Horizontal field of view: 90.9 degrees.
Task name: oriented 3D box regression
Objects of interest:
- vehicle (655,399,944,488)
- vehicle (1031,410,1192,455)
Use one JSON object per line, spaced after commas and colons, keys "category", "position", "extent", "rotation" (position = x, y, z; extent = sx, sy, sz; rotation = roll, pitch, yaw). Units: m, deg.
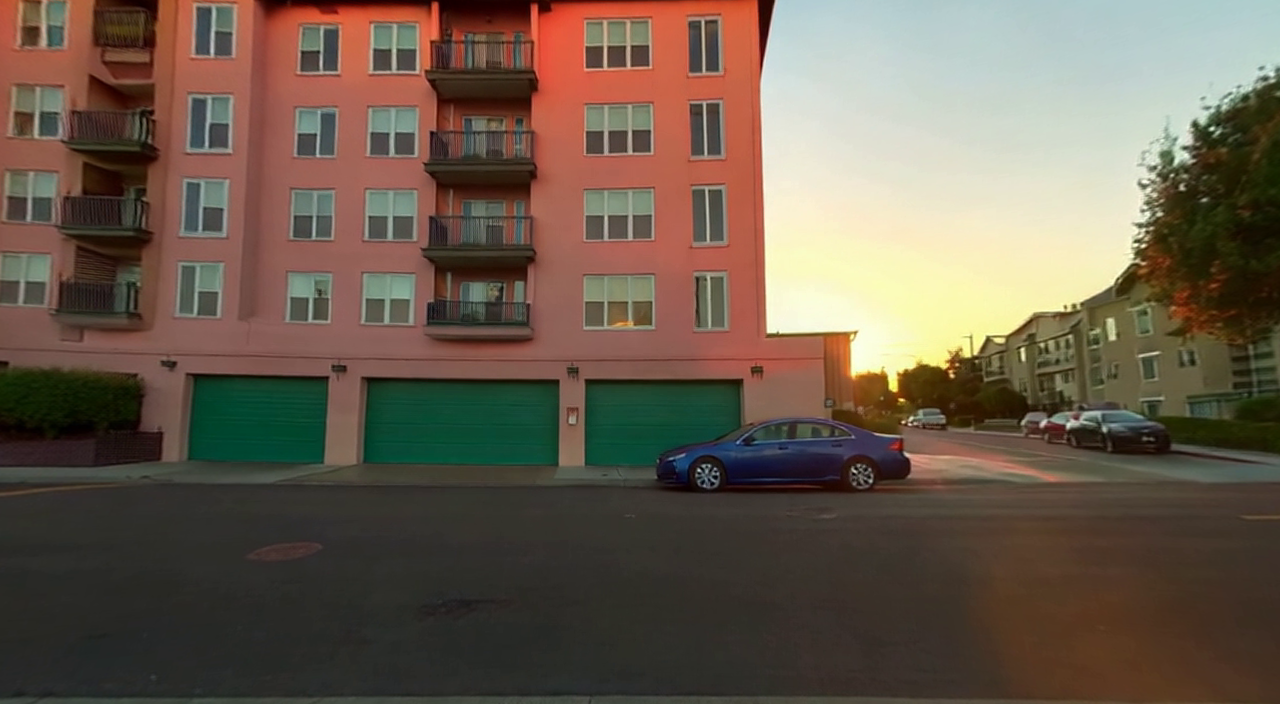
{"category": "vehicle", "position": [2.625, 1.646, 11.338], "extent": [4.697, 1.444, 1.825], "rotation": [0, -8, 1]}
{"category": "vehicle", "position": [16.156, 2.796, 21.787], "extent": [3.905, 1.475, 2.057], "rotation": [0, -8, 0]}
